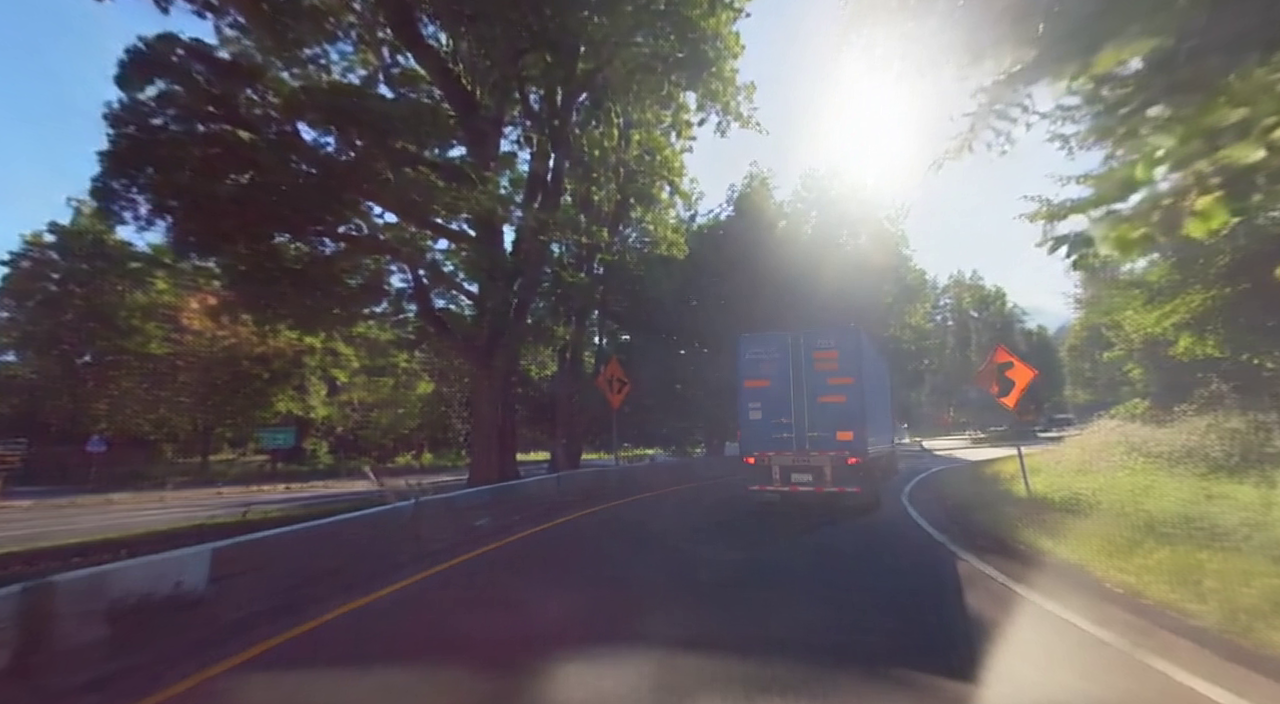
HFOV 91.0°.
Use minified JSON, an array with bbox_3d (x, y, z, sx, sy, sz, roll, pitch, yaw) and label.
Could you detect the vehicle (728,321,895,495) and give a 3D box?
[{"bbox_3d":[5.357,1.786,18.045,2.937,3.647,9.344,-4,-9,24],"label":"vehicle"}]
